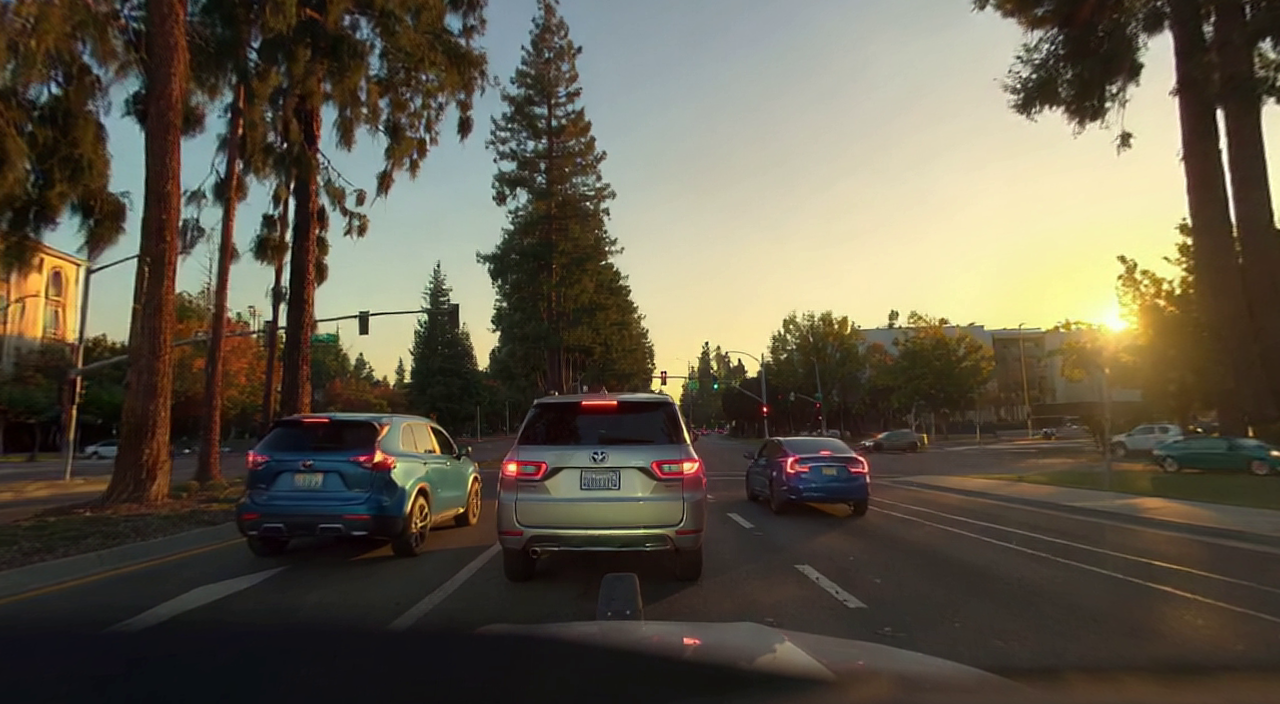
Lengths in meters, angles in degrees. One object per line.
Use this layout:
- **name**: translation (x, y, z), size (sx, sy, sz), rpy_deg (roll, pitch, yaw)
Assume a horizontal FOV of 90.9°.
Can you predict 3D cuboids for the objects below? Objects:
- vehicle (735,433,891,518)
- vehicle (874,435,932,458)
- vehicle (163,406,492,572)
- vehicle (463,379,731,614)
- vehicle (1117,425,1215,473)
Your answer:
- **vehicle**: translation (3.412, 2.520, 13.421), size (2.121, 1.494, 4.208), rpy_deg (0, -8, 0)
- **vehicle**: translation (20.013, 7.194, 47.914), size (4.361, 1.653, 2.034), rpy_deg (6, -10, -36)
- **vehicle**: translation (-3.712, 1.723, 8.734), size (2.160, 1.666, 4.583), rpy_deg (0, -8, 1)
- **vehicle**: translation (-0.336, 1.436, 7.121), size (2.064, 1.817, 4.298), rpy_deg (0, -8, 0)
- **vehicle**: translation (19.248, 3.524, 22.998), size (4.215, 1.578, 1.892), rpy_deg (7, -11, -40)
